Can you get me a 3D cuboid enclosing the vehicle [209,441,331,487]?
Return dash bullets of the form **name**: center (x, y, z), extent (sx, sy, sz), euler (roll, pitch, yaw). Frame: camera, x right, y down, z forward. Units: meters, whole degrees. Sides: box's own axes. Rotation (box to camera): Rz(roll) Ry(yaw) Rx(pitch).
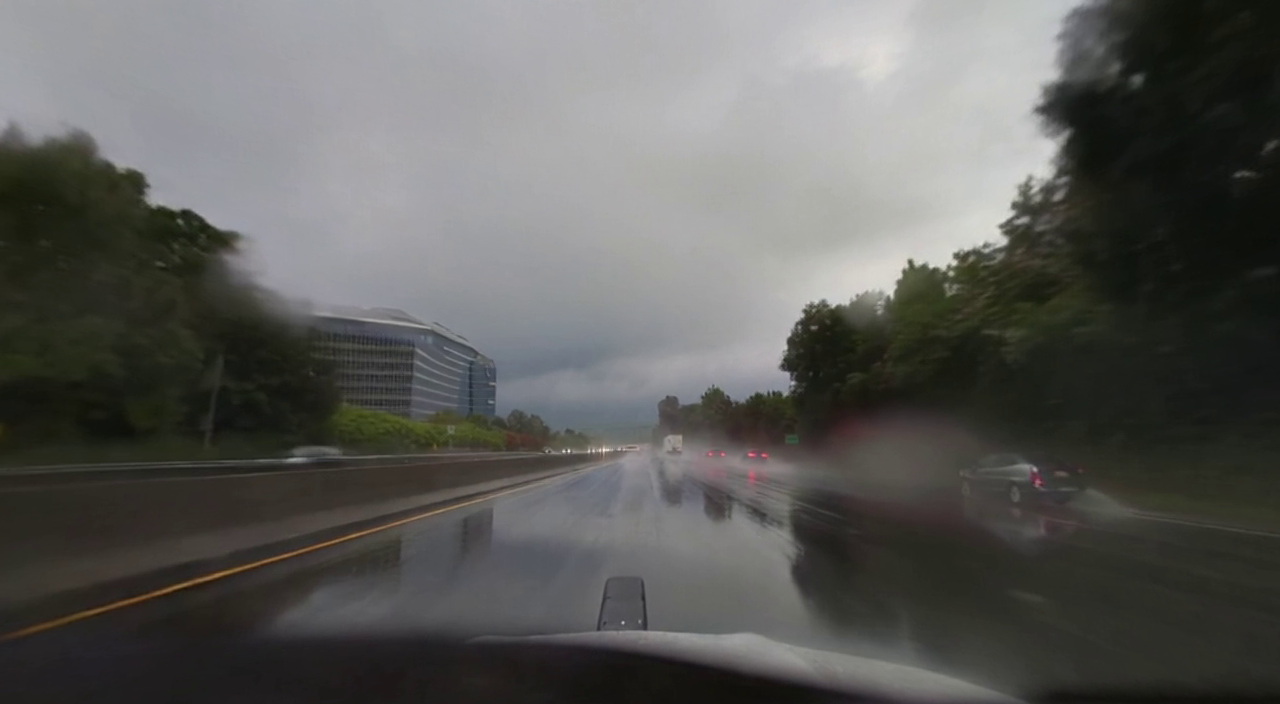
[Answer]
- **vehicle**: center (-13.636, 4.139, 23.577), extent (1.920, 1.565, 4.200), euler (0, -9, 1)
